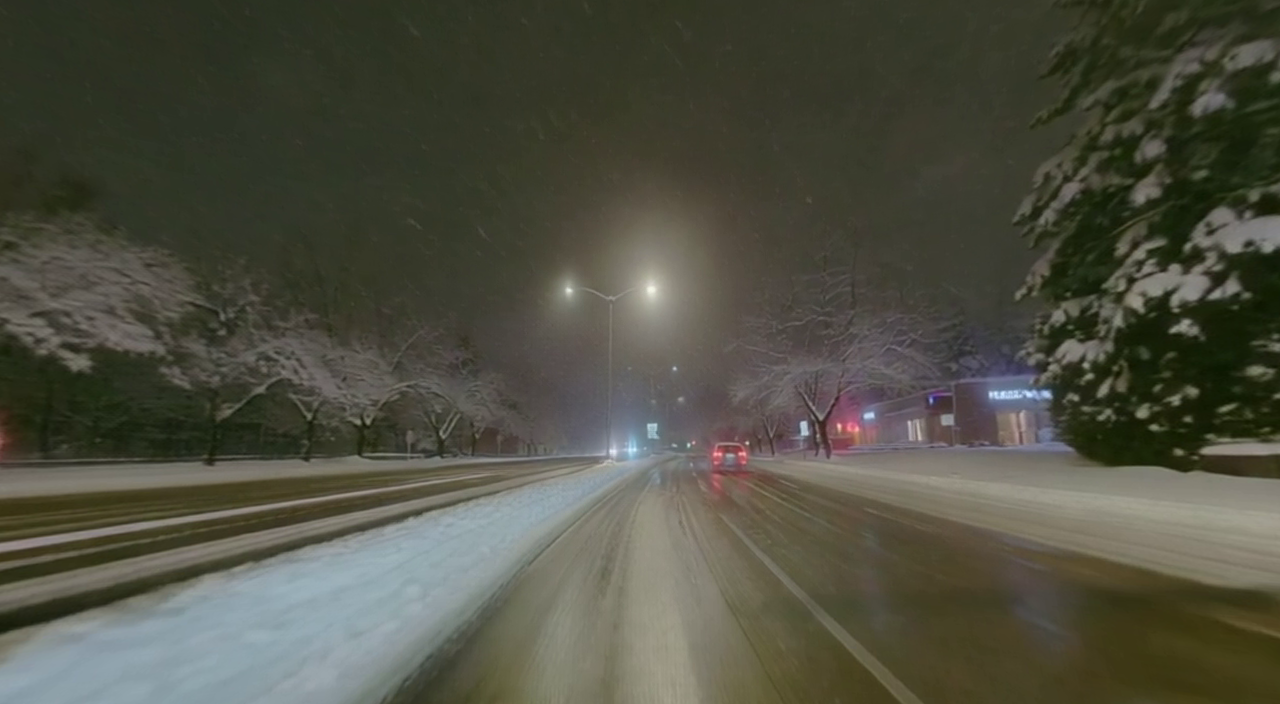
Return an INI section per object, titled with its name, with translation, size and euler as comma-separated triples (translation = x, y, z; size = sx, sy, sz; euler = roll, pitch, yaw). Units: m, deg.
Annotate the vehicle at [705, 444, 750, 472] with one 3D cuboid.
[vehicle]
translation = 4.854, 5.948, 35.597
size = 2.015, 1.479, 4.444
euler = 0, -9, 2
